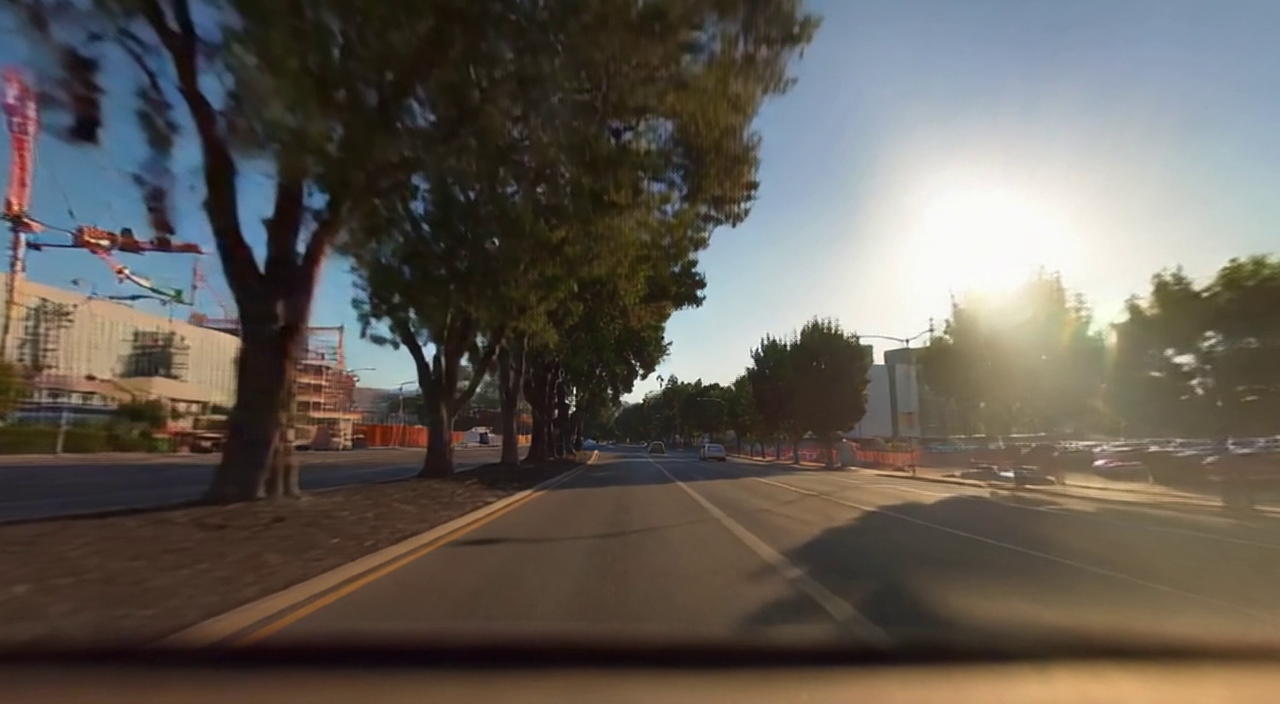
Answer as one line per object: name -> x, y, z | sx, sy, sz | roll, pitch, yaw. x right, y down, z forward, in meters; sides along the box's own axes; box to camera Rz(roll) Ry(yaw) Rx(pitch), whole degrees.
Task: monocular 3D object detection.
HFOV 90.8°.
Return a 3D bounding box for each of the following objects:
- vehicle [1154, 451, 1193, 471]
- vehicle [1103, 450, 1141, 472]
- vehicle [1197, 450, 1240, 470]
vehicle -> 39.190, 7.981, 46.465 | 1.934, 1.402, 4.035 | -7, -11, 38
vehicle -> 36.234, 8.155, 47.434 | 1.955, 1.527, 4.835 | -8, -12, 38
vehicle -> 42.501, 7.911, 46.490 | 1.802, 1.369, 4.298 | -7, -11, 36
